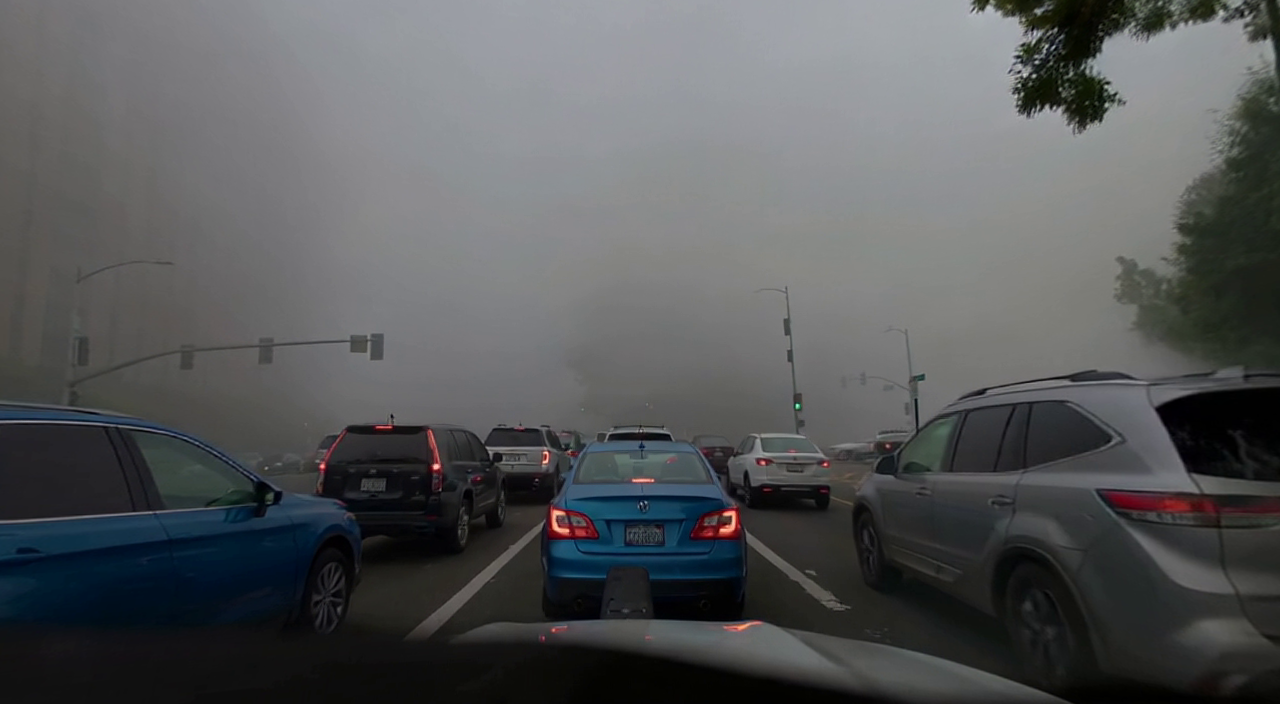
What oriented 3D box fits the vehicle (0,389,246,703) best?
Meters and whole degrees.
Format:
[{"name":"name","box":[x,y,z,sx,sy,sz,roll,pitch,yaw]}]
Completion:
[{"name":"vehicle","box":[-3.393,0.749,1.238,2.144,1.505,4.635,-1,-9,2]}]

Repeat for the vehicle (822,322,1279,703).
[{"name":"vehicle","box":[3.056,1.083,4.542,2.108,1.785,4.334,0,-9,-1]}]

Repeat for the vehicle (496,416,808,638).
[{"name":"vehicle","box":[0.080,1.506,6.397,2.147,1.507,3.953,0,-8,0]}]

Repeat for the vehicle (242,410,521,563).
[{"name":"vehicle","box":[-3.374,1.872,9.500,2.168,1.719,4.561,-1,-8,1]}]
